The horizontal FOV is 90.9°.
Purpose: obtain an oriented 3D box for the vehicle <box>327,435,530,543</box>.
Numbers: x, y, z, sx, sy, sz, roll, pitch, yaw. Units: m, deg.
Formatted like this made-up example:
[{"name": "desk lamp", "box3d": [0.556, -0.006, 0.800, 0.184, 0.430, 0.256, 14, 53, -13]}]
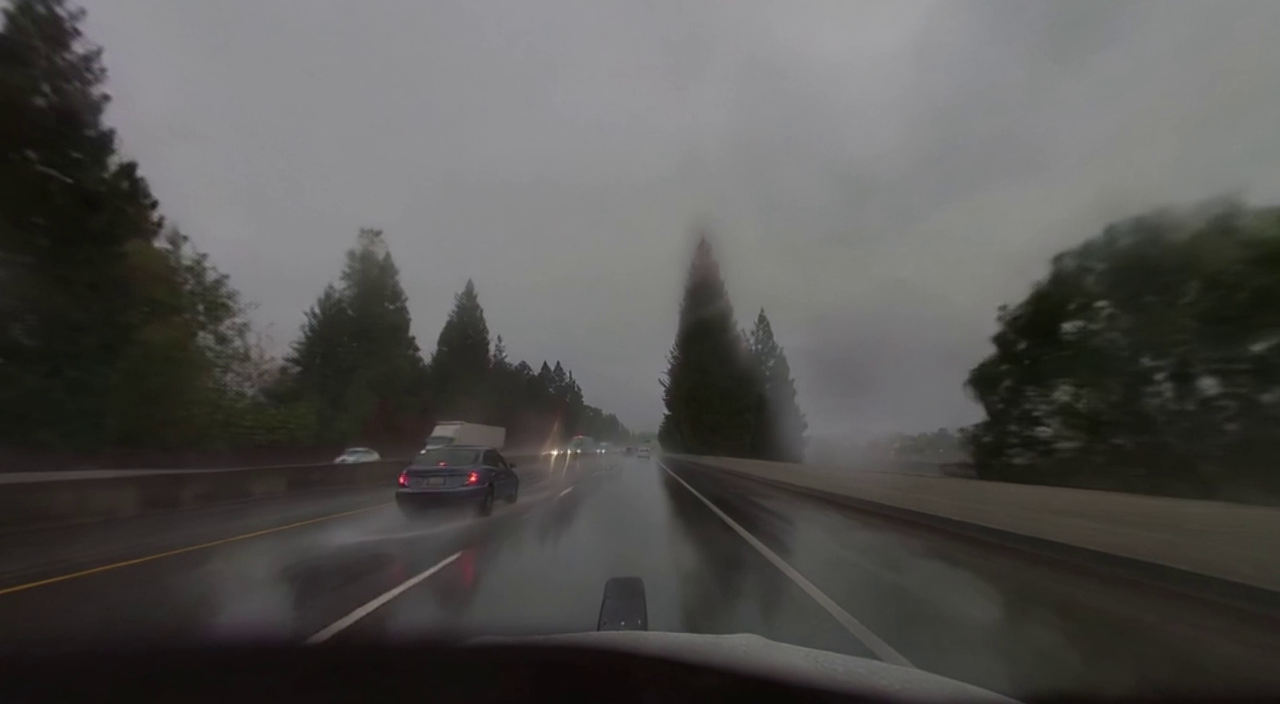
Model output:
[{"name": "vehicle", "box3d": [-3.409, 2.309, 11.313, 1.969, 1.505, 4.636, 0, -9, 1]}]
